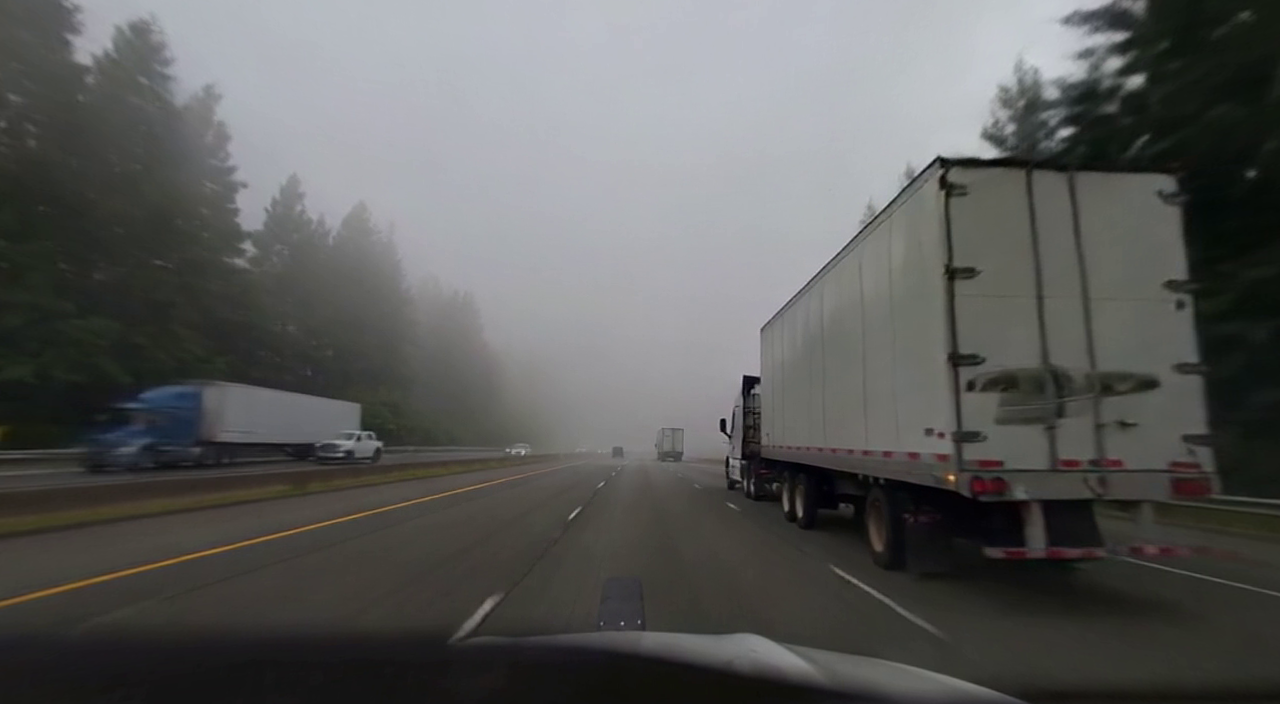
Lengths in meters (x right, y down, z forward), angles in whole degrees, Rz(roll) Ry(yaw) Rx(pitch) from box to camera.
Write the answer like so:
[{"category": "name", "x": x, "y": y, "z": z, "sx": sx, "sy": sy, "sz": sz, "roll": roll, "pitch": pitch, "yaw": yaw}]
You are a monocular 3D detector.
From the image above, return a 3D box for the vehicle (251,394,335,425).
[{"category": "vehicle", "x": -19.257, "y": 3.278, "z": 35.200, "sx": 2.152, "sy": 1.412, "sz": 4.348, "roll": 0, "pitch": -9, "yaw": 0}]

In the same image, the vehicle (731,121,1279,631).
[{"category": "vehicle", "x": 4.146, "y": 1.096, "z": 11.527, "sx": 2.950, "sy": 4.033, "sz": 13.276, "roll": 0, "pitch": -9, "yaw": 0}]

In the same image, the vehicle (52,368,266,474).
[{"category": "vehicle", "x": -19.366, "y": 3.024, "z": 26.243, "sx": 2.936, "sy": 3.776, "sz": 7.343, "roll": 0, "pitch": -9, "yaw": 0}]
